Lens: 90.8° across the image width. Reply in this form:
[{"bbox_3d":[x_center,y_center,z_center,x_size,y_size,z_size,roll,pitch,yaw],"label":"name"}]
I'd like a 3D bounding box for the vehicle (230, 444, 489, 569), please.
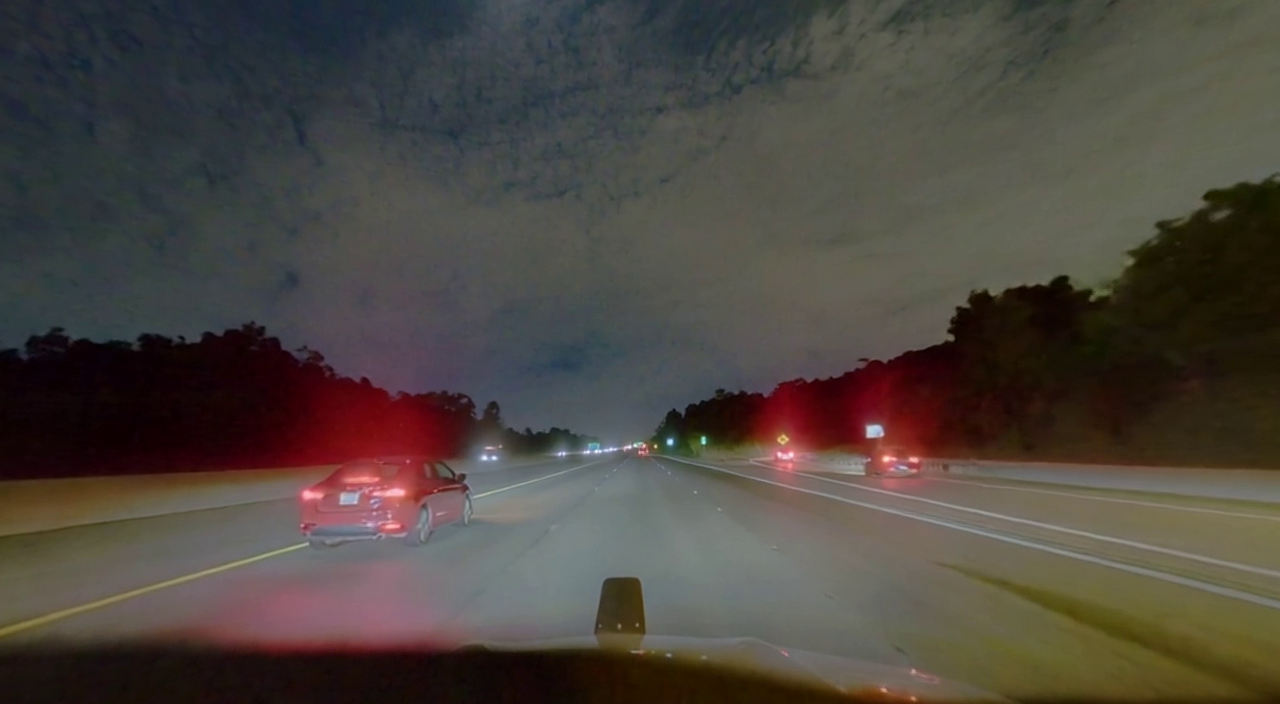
[{"bbox_3d":[-3.853,2.191,9.752,1.873,1.438,4.546,0,-9,1],"label":"vehicle"}]

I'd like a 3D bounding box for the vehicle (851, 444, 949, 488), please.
[{"bbox_3d":[9.752,4.320,24.137,1.884,1.485,4.600,-1,-9,2],"label":"vehicle"}]
